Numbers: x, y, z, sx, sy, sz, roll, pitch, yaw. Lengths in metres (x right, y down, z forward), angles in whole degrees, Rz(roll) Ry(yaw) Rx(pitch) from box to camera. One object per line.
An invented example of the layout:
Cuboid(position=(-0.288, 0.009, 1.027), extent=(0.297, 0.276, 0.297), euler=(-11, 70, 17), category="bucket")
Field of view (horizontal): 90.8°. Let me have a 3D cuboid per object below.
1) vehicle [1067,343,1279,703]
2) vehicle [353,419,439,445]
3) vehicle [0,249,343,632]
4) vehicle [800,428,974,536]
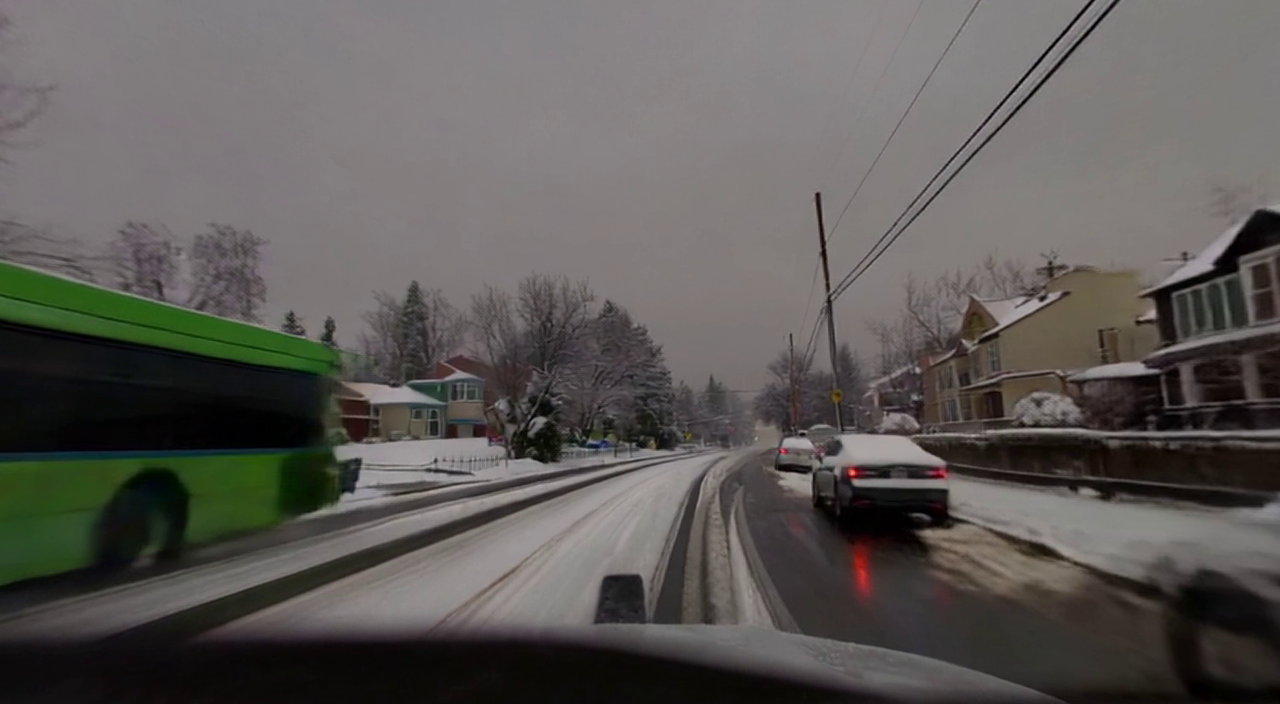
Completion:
Cuboid(position=(3.080, 0.633, 1.123), extent=(1.984, 1.601, 3.994), euler=(-1, -8, 4), category="vehicle")
Cuboid(position=(-14.644, 4.835, 38.048), extent=(4.407, 1.478, 1.973), euler=(-2, -9, 11), category="vehicle")
Cuboid(position=(-7.213, 0.580, 4.205), extent=(3.577, 3.168, 13.108), euler=(-1, -9, 3), category="vehicle")
Cuboid(position=(3.820, 2.037, 10.470), extent=(1.665, 1.425, 3.727), euler=(-1, -8, 5), category="vehicle")
